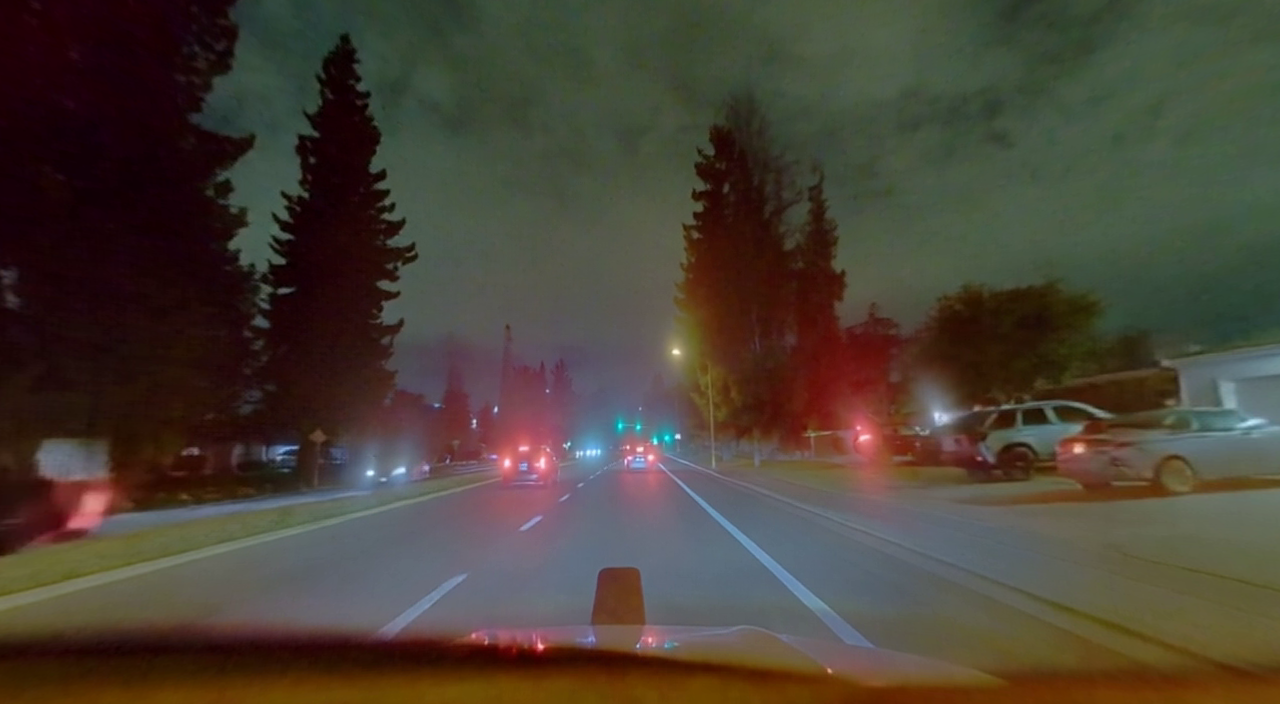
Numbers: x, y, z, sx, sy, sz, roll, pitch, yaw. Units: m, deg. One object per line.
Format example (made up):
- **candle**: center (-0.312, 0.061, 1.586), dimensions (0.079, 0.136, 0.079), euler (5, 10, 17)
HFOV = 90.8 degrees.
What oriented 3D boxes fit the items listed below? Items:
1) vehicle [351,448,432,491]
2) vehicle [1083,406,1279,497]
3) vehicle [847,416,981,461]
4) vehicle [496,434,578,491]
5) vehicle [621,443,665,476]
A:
- **vehicle**: center (-12.004, 5.661, 30.890), dimensions (2.070, 1.752, 4.629), euler (-4, -8, 0)
- **vehicle**: center (11.384, 1.799, 11.912), dimensions (4.573, 1.461, 1.867), euler (-3, -8, 0)
- **vehicle**: center (15.368, 4.874, 35.732), dimensions (6.374, 2.098, 2.415), euler (-3, -8, -1)
- **vehicle**: center (-3.498, 3.852, 22.401), dimensions (2.157, 1.771, 4.452), euler (0, -8, 0)
- **vehicle**: center (0.120, 5.341, 31.697), dimensions (2.062, 1.518, 3.901), euler (0, -8, 0)
